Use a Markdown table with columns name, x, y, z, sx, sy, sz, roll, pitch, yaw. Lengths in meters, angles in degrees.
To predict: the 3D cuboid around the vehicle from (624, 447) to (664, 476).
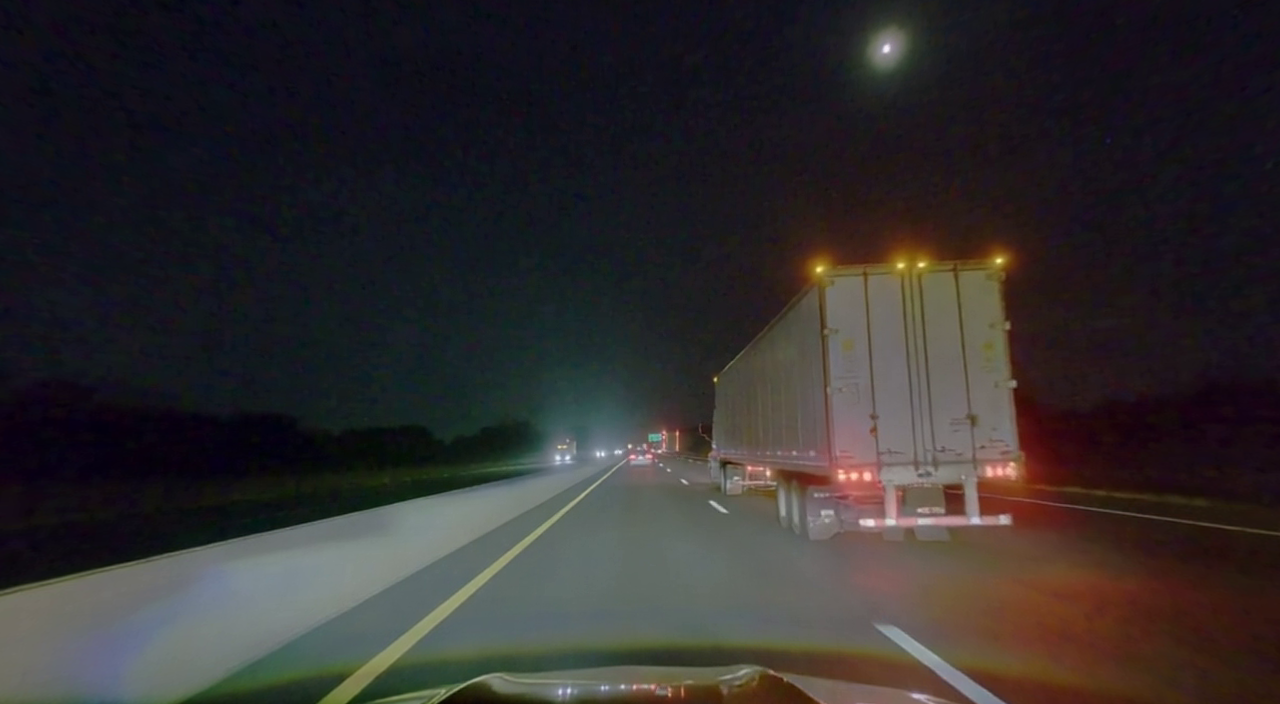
| name | x | y | z | sx | sy | sz | roll | pitch | yaw |
| --- | --- | --- | --- | --- | --- | --- | --- | --- | --- |
| vehicle | 0.197 | 5.934 | 34.253 | 2.083 | 1.473 | 3.923 | 0 | -9 | 0 |
